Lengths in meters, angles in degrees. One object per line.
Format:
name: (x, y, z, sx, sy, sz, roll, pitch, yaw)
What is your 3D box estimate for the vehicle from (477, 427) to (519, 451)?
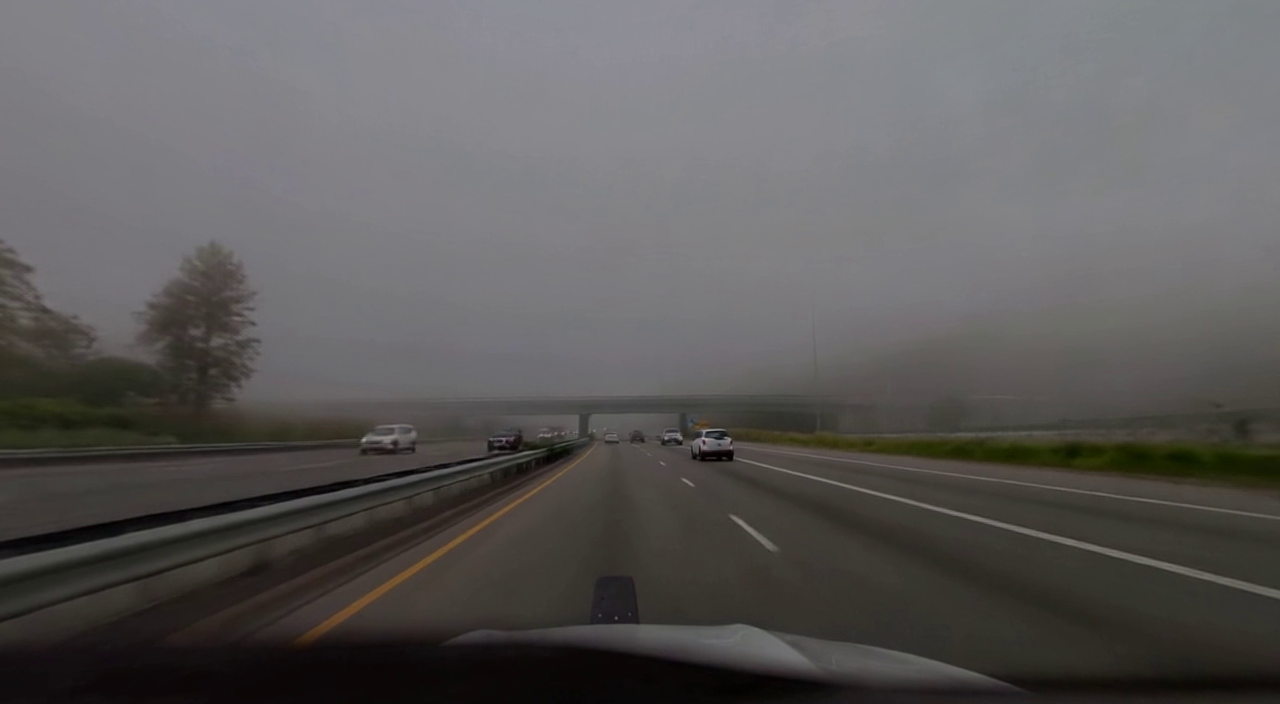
vehicle: (-9.587, 5.918, 42.986, 1.961, 1.545, 4.290, 0, -8, -2)

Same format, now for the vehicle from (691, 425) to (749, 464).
vehicle: (3.506, 4.127, 28.330, 1.938, 1.578, 3.764, 0, -8, -3)

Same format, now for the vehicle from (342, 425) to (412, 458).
vehicle: (-13.732, 4.685, 33.214, 1.926, 1.616, 4.230, 0, -8, -1)
